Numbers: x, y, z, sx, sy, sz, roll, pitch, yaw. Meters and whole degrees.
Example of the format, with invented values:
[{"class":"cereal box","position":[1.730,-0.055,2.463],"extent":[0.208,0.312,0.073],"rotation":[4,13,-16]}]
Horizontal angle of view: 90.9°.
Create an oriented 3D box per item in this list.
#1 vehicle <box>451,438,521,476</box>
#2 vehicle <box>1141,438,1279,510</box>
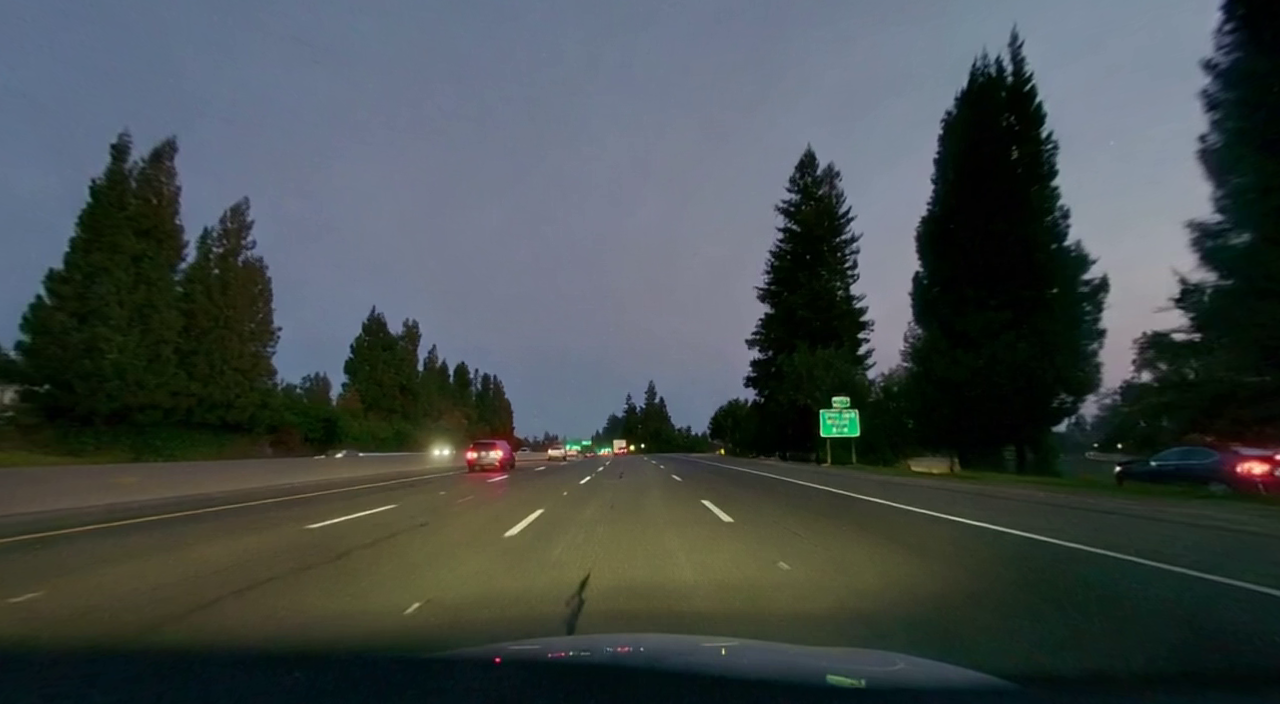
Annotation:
[{"class":"vehicle","position":[-7.528,5.181,31.385],"extent":[2.179,1.710,5.160],"rotation":[0,-8,0]},{"class":"vehicle","position":[19.341,3.795,20.299],"extent":[2.270,1.998,5.565],"rotation":[-1,-8,6]}]
